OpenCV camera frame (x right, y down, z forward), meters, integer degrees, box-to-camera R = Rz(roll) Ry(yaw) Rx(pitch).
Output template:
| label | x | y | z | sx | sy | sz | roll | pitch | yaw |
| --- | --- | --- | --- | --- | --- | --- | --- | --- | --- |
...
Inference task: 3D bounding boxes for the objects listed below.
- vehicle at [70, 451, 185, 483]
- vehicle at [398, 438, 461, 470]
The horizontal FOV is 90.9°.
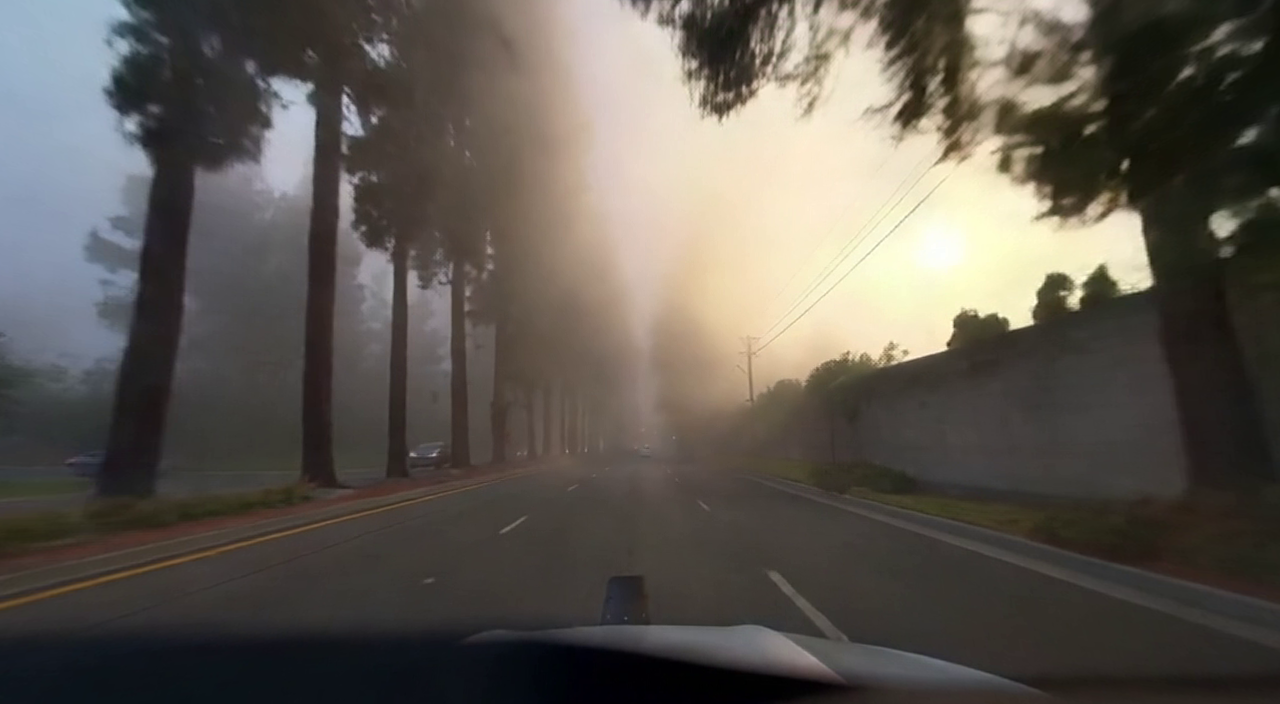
| label | x | y | z | sx | sy | sz | roll | pitch | yaw |
| --- | --- | --- | --- | --- | --- | --- | --- | --- | --- |
| vehicle | -26.080 | 5.828 | 32.188 | 4.188 | 1.536 | 1.845 | 0 | -8 | -3 |
| vehicle | -14.756 | 7.196 | 44.684 | 2.368 | 2.104 | 6.159 | 0 | -8 | 0 |
